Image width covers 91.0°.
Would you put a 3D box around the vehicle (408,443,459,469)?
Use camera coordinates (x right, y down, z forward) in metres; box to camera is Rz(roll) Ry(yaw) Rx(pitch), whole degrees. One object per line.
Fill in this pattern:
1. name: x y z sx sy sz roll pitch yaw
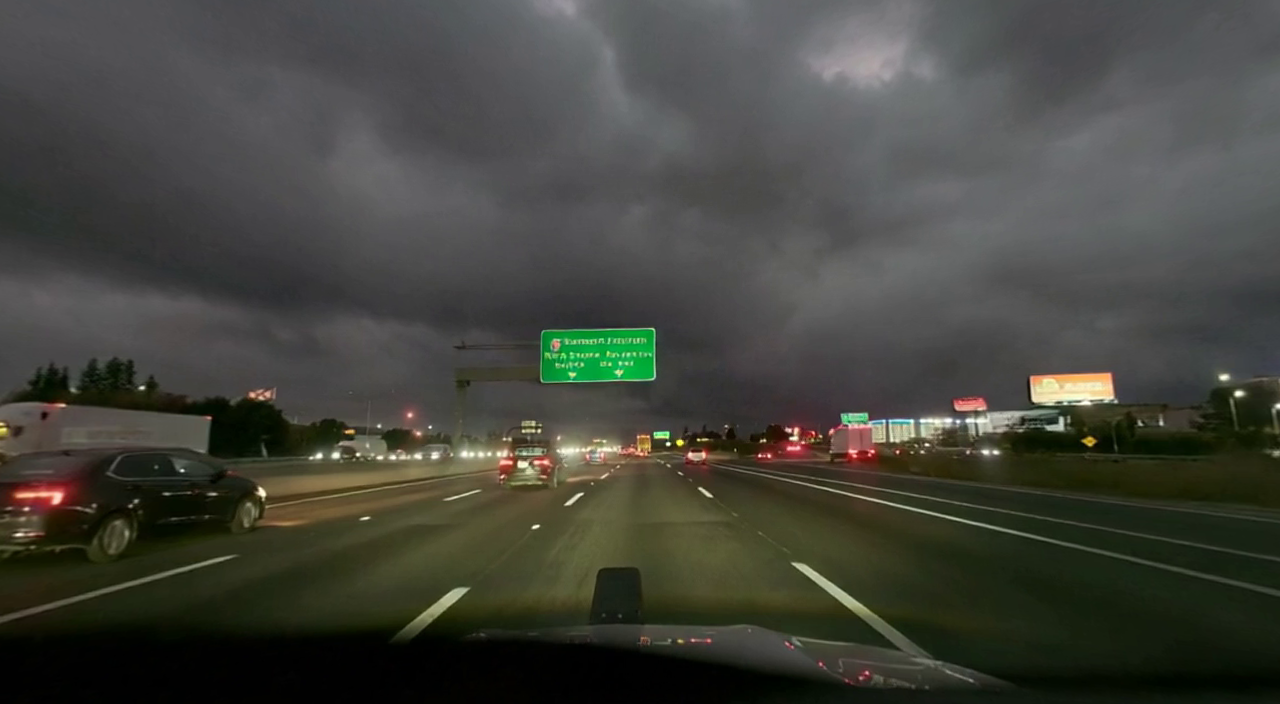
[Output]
1. vehicle: -14.991 7.560 46.055 1.964 1.774 5.052 0 -9 0

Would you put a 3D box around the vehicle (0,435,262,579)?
1. vehicle: -7.270 1.942 8.624 1.865 1.518 3.620 0 -9 0

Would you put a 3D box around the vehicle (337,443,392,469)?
1. vehicle: -19.804 7.487 45.480 1.942 1.727 4.424 0 -9 1

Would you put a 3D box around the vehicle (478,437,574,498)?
1. vehicle: -3.218 3.366 18.667 2.001 1.577 4.055 0 -9 1

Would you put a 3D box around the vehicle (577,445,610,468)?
1. vehicle: -3.244 7.359 44.484 1.960 1.494 4.123 0 -9 1
